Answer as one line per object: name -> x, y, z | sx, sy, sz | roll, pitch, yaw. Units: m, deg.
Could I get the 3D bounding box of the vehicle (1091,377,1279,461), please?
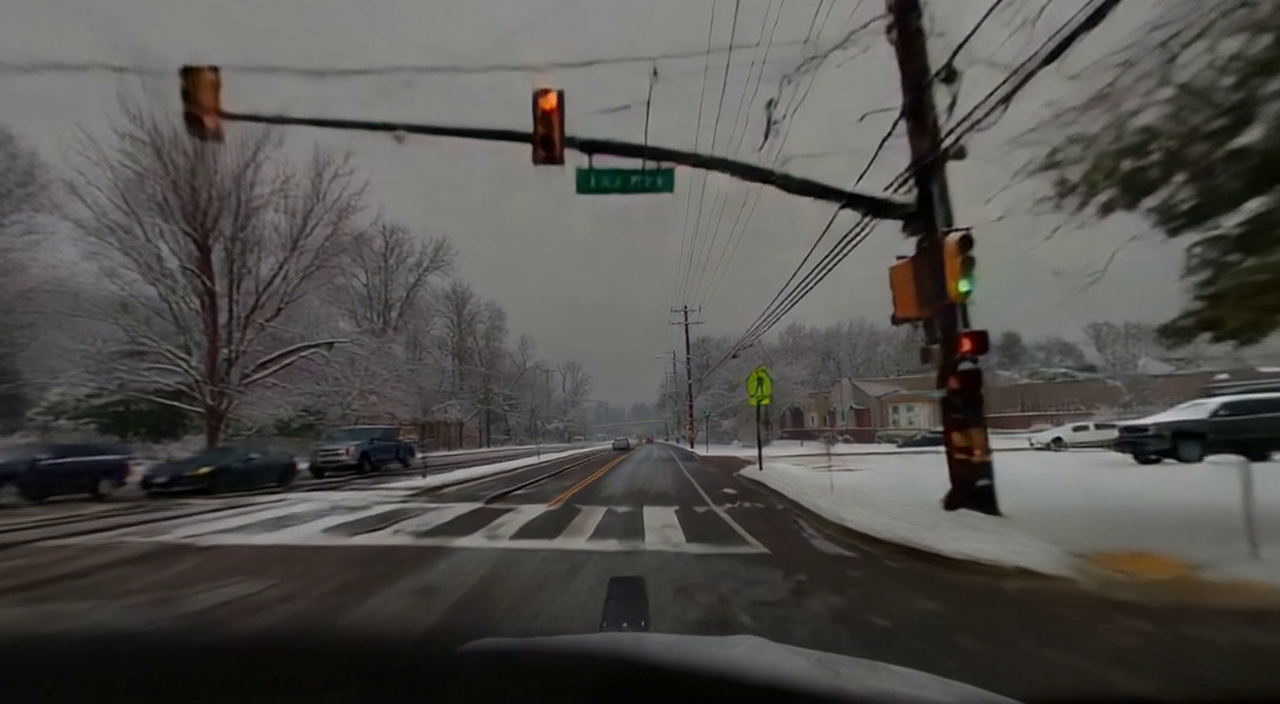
vehicle -> 18.238, 2.173, 19.934 | 2.609, 2.332, 5.734 | 4, -9, -28

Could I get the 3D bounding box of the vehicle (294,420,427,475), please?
vehicle -> -12.623, 4.364, 29.156 | 2.798, 2.249, 6.296 | -1, -8, 5

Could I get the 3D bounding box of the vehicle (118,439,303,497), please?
vehicle -> -12.909, 3.467, 19.484 | 2.090, 1.519, 4.919 | -1, -8, 3

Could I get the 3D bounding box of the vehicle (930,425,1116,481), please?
vehicle -> 12.011, 3.148, 20.162 | 1.897, 1.532, 4.694 | 4, -8, -29

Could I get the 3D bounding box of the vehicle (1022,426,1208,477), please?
vehicle -> 15.066, 3.120, 20.267 | 1.994, 1.453, 4.249 | 4, -8, -28

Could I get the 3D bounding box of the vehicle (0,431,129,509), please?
vehicle -> -16.502, 3.039, 16.607 | 2.112, 1.880, 4.479 | -1, -8, 4
